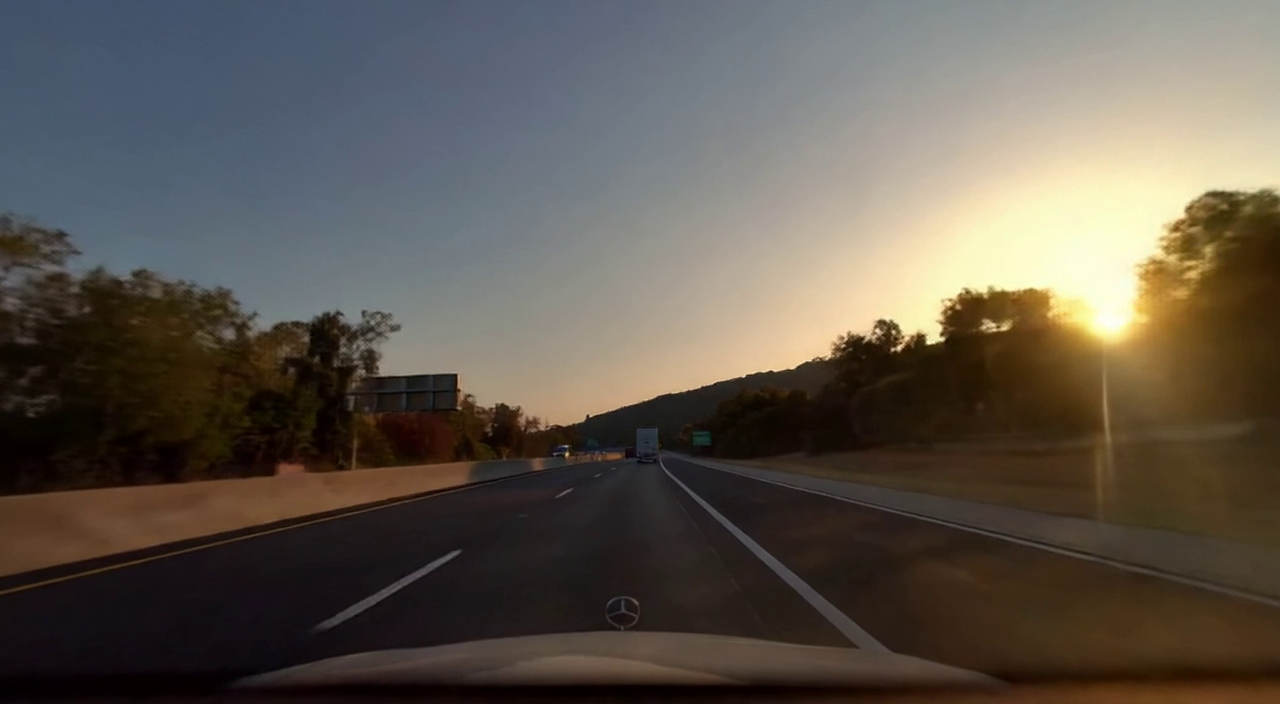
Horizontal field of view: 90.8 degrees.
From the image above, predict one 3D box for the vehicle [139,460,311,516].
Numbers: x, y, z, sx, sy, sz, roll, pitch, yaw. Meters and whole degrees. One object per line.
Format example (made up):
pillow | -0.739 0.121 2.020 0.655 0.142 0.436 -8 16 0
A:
vehicle | -12.937 4.238 20.196 2.086 1.456 5.044 0 -9 0
